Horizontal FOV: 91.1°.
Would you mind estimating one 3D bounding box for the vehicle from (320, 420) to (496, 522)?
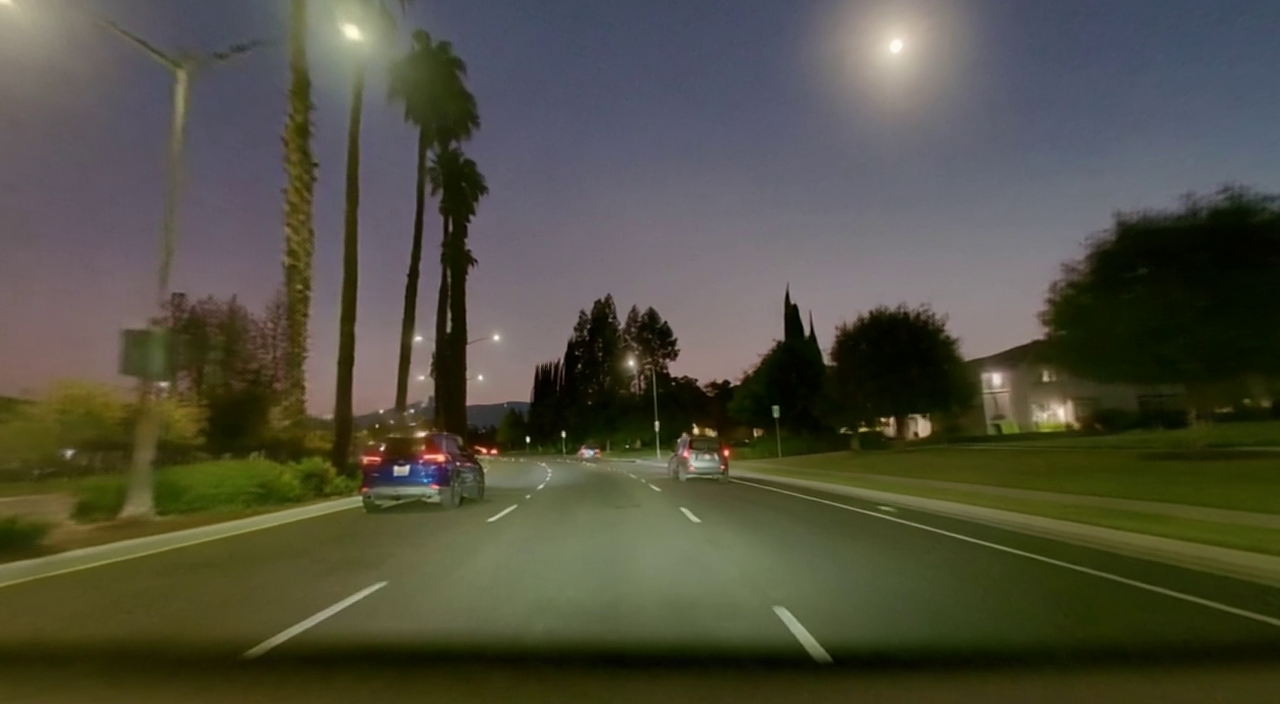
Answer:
[{"bbox_3d":[-4.622,2.452,13.493,2.150,1.768,4.868,1,-9,-3],"label":"vehicle"}]

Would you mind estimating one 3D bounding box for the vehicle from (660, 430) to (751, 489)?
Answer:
[{"bbox_3d":[2.126,3.719,22.011,2.195,1.804,4.658,1,-9,-7],"label":"vehicle"}]
